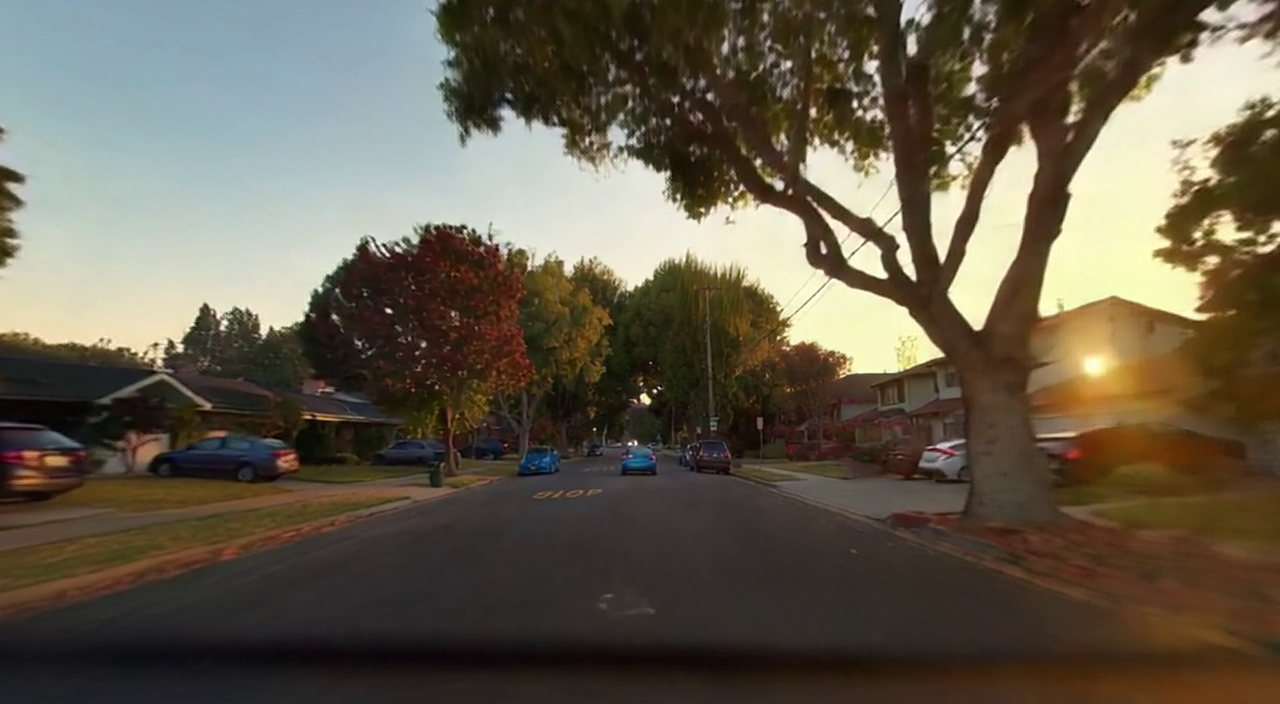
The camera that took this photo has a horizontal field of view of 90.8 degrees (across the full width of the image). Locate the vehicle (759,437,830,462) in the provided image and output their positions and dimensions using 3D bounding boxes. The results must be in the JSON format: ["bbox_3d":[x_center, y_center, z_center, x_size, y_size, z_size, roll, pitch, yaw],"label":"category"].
[{"bbox_3d":[11.417,7.260,46.999,4.730,1.504,1.894,-4,-8,1],"label":"vehicle"}]

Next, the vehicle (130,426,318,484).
[{"bbox_3d":[-12.960,3.215,19.872,4.551,1.700,1.920,0,-8,2],"label":"vehicle"}]

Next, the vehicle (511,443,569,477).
[{"bbox_3d":[-5.062,5.520,32.543,1.984,1.498,4.508,-3,-8,3],"label":"vehicle"}]

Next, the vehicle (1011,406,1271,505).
[{"bbox_3d":[12.052,2.474,15.433,4.620,1.735,1.969,-6,-7,-4],"label":"vehicle"}]

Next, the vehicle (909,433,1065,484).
[{"bbox_3d":[11.769,3.609,21.613,4.157,1.520,1.938,-1,-8,-3],"label":"vehicle"}]

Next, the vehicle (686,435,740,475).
[{"bbox_3d":[3.854,5.548,34.320,2.221,1.960,4.927,0,-8,-2],"label":"vehicle"}]

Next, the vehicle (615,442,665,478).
[{"bbox_3d":[0.013,4.716,27.810,2.000,1.449,4.006,0,-8,0],"label":"vehicle"}]

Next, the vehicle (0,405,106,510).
[{"bbox_3d":[-12.862,1.901,11.454,4.510,1.728,1.997,0,-8,1],"label":"vehicle"}]
